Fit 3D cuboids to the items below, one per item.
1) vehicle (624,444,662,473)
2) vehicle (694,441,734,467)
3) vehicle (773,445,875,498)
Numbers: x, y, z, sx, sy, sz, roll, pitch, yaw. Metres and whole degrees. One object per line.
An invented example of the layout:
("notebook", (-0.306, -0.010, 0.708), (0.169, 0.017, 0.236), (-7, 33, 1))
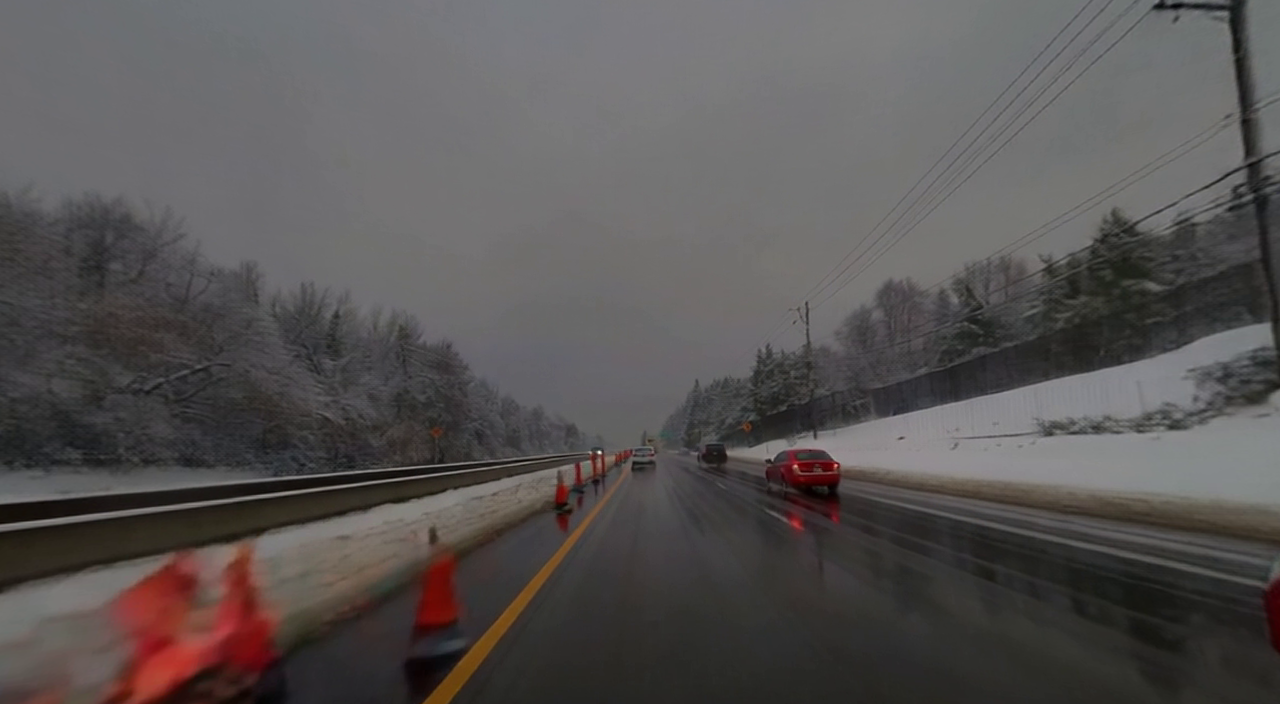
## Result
("vehicle", (0.198, 6.240, 37.198), (2.096, 1.583, 4.150), (0, -8, 0))
("vehicle", (5.677, 7.921, 49.265), (2.559, 1.943, 5.610), (0, -8, 1))
("vehicle", (5.376, 3.525, 19.026), (1.881, 1.409, 4.016), (0, -8, 0))
